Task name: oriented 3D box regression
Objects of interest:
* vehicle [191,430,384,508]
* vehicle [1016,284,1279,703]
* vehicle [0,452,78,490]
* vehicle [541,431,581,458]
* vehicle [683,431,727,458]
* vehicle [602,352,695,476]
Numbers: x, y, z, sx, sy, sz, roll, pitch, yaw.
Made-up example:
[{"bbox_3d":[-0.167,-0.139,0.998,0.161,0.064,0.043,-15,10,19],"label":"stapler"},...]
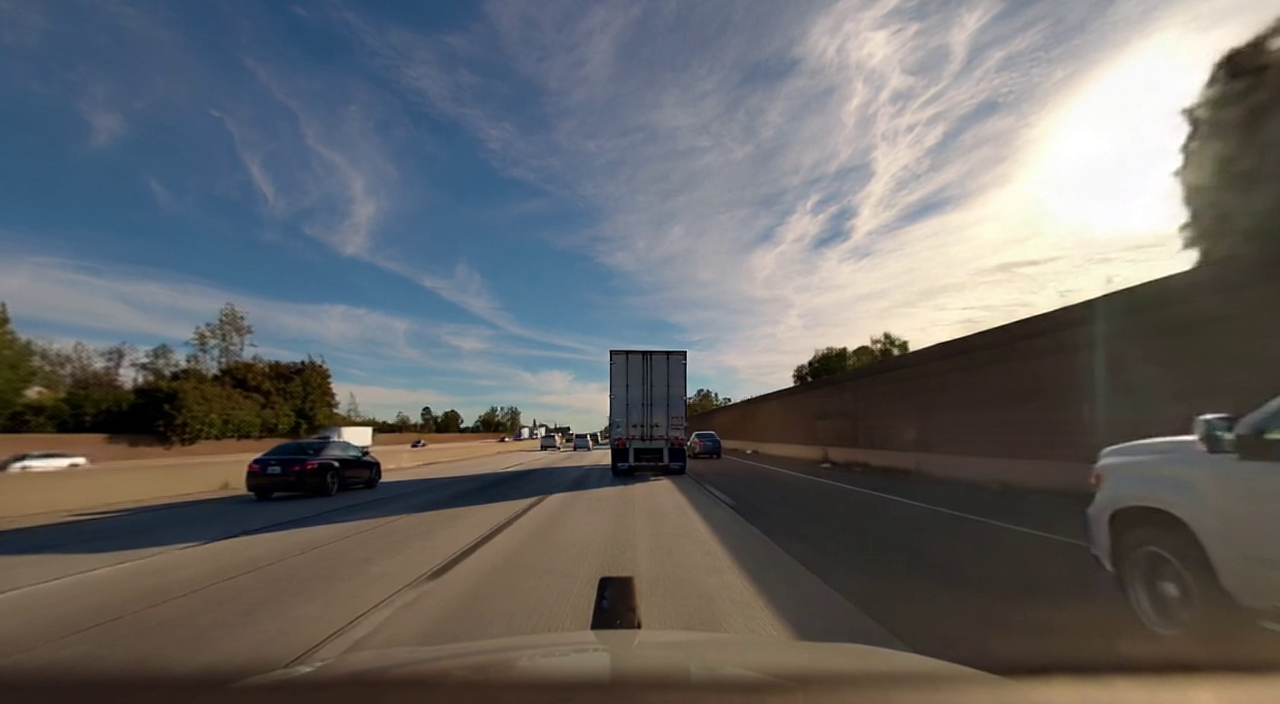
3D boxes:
[{"bbox_3d":[-7.656,2.538,14.213,2.059,1.500,4.001,0,-8,-1],"label":"vehicle"},{"bbox_3d":[3.647,0.539,1.723,2.118,1.832,4.901,0,-8,-1],"label":"vehicle"},{"bbox_3d":[-31.285,5.953,31.727,1.833,1.703,4.317,0,-8,-1],"label":"vehicle"},{"bbox_3d":[-5.091,5.991,41.042,2.134,1.650,4.133,0,-8,-1],"label":"vehicle"},{"bbox_3d":[3.913,5.672,38.745,2.044,1.508,4.716,0,-8,-2],"label":"vehicle"},{"bbox_3d":[0.038,2.642,25.114,2.904,3.915,10.473,0,-8,-3],"label":"vehicle"}]
